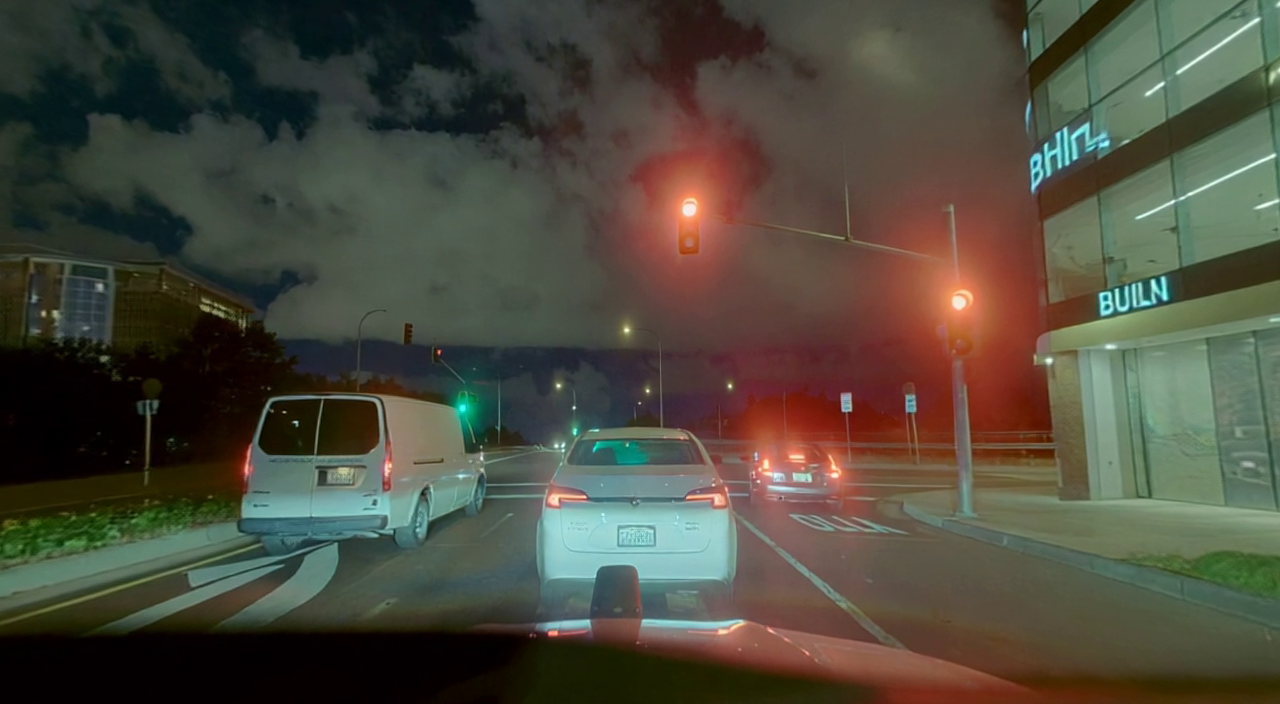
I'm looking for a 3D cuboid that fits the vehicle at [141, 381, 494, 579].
[{"bbox_3d":[-3.577,1.513,8.424,2.076,1.820,5.100,0,-8,-1],"label":"vehicle"}]

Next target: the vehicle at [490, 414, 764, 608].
[{"bbox_3d":[-0.106,1.464,6.783,2.064,1.452,3.942,0,-8,0],"label":"vehicle"}]
